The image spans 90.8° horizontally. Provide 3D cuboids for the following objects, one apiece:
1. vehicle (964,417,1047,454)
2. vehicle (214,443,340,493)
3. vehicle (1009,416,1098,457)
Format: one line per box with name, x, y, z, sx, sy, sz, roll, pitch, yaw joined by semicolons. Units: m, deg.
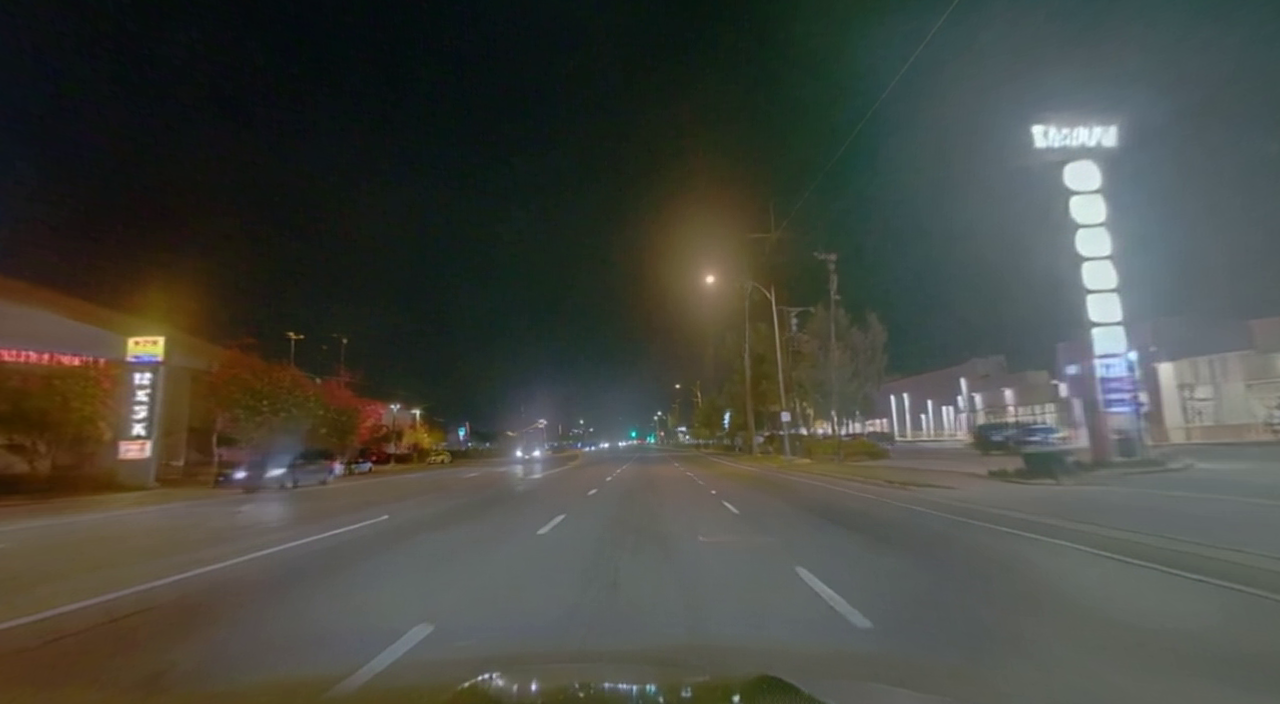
vehicle;17.967;4.135;30.946;4.704;1.652;1.948;7;-11;-40
vehicle;-13.379;4.266;23.694;1.961;1.670;4.583;0;-8;1
vehicle;17.846;3.663;27.227;4.277;1.605;1.920;7;-11;-40
